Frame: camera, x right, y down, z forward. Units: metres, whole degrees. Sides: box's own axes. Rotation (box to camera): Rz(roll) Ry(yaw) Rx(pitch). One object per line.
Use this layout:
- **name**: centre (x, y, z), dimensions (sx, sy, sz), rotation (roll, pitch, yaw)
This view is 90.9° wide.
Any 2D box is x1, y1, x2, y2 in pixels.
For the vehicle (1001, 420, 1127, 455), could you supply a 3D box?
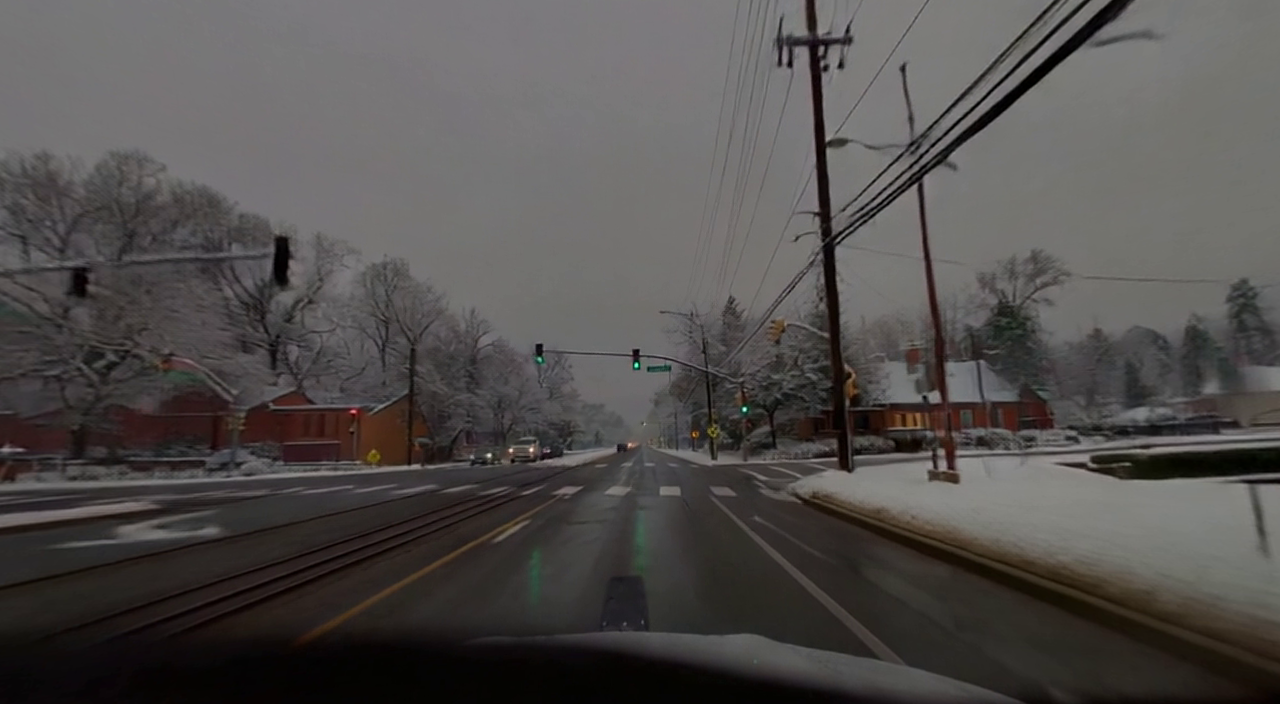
- **vehicle**: centre (26.599, 5.443, 39.863), dimensions (2.370, 2.038, 6.186), rotation (4, -9, -22)

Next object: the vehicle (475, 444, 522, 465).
- **vehicle**: centre (-10.980, 8.001, 49.320), dimensions (2.090, 1.519, 4.919), rotation (-1, -8, 6)

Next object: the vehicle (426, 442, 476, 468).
- **vehicle**: centre (-14.426, 7.868, 48.476), dimensions (2.112, 1.880, 4.479), rotation (-1, -8, 5)

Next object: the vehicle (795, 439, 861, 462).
- **vehicle**: centre (13.913, 7.313, 46.965), dimensions (1.897, 1.532, 4.694), rotation (2, -8, -26)

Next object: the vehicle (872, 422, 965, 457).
- **vehicle**: centre (20.135, 6.487, 45.970), dimensions (2.609, 2.332, 5.734), rotation (5, -11, -25)
